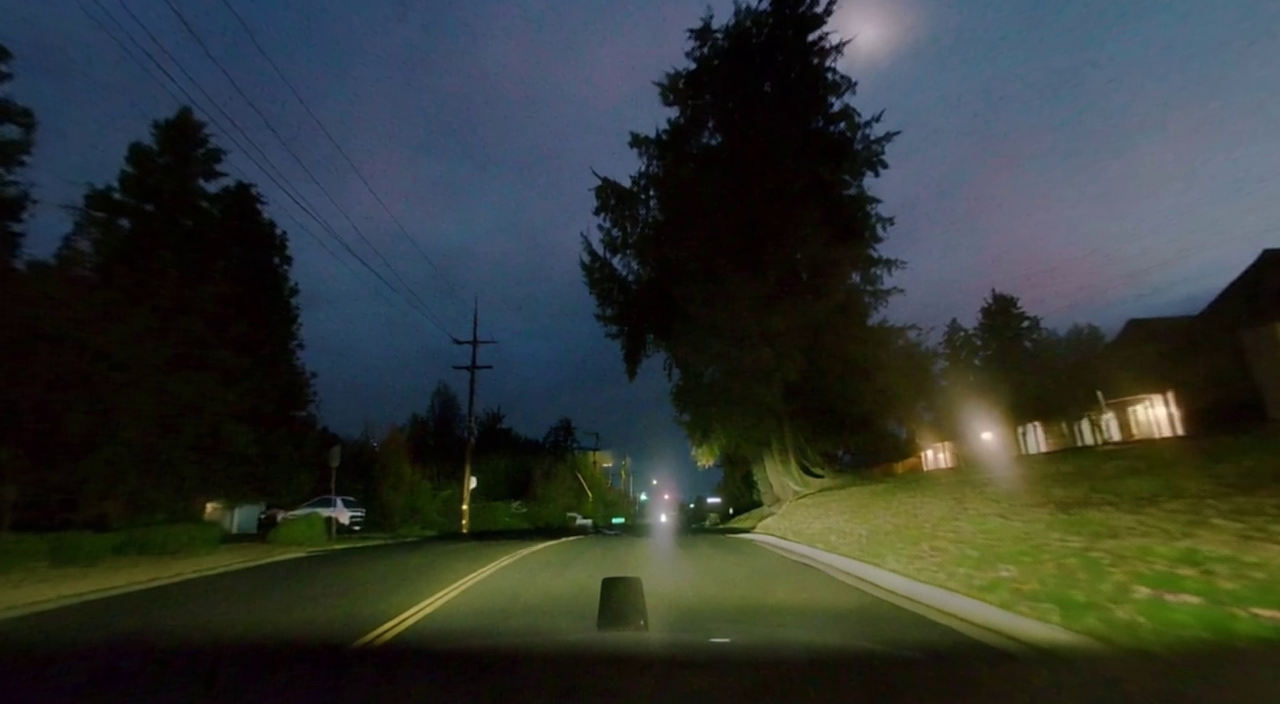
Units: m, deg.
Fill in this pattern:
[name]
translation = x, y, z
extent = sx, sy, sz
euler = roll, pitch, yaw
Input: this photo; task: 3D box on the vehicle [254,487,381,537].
[vehicle]
translation = -16.456, 8.177, 32.791
extent = 2.301, 2.081, 6.706
euler = -3, -11, 8
